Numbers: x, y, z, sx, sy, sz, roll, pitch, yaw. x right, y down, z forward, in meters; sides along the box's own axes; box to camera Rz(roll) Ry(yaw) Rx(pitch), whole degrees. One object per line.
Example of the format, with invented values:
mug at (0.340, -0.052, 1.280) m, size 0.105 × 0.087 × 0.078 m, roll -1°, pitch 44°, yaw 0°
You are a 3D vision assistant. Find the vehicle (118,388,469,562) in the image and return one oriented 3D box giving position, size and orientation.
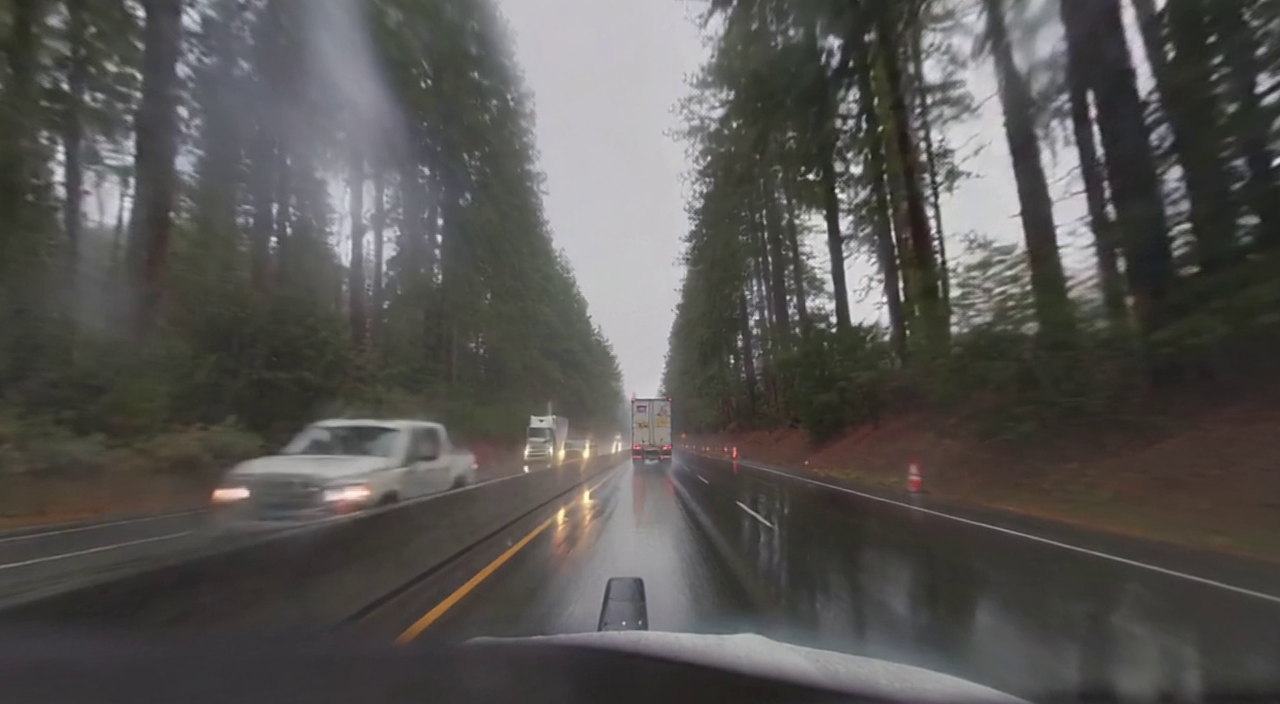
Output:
vehicle at (-5.019, 1.931, 10.797) m, size 2.303 × 2.069 × 6.364 m, roll 0°, pitch -8°, yaw 1°

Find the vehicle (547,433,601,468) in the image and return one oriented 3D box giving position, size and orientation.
vehicle at (-4.296, 6.565, 42.174) m, size 2.771 × 2.097 × 6.248 m, roll 0°, pitch -8°, yaw 1°

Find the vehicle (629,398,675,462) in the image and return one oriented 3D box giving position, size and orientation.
vehicle at (0.692, 5.796, 45.761) m, size 2.935 × 4.068 × 11.036 m, roll 0°, pitch -8°, yaw -1°
